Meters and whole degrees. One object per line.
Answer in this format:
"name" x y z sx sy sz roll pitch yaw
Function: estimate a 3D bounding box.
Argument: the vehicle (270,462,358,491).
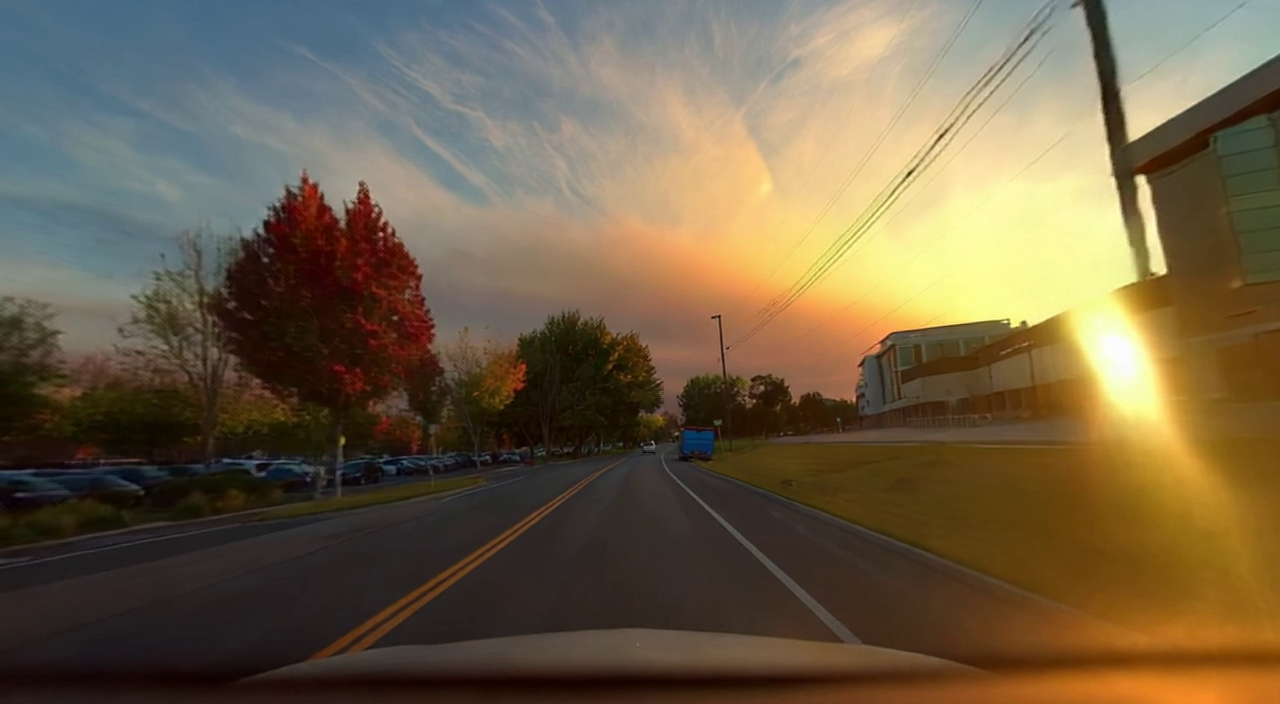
"vehicle" -22.207 8.452 43.291 2.233 1.709 5.161 -3 -9 19

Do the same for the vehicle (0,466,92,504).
"vehicle" -33.430 7.255 34.302 5.432 1.791 2.159 -3 -9 2

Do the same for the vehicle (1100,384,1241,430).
"vehicle" 21.260 2.318 25.617 1.871 1.582 4.500 0 -8 1

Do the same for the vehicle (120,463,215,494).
"vehicle" -32.568 8.726 43.644 4.996 1.817 2.054 -3 -10 1
